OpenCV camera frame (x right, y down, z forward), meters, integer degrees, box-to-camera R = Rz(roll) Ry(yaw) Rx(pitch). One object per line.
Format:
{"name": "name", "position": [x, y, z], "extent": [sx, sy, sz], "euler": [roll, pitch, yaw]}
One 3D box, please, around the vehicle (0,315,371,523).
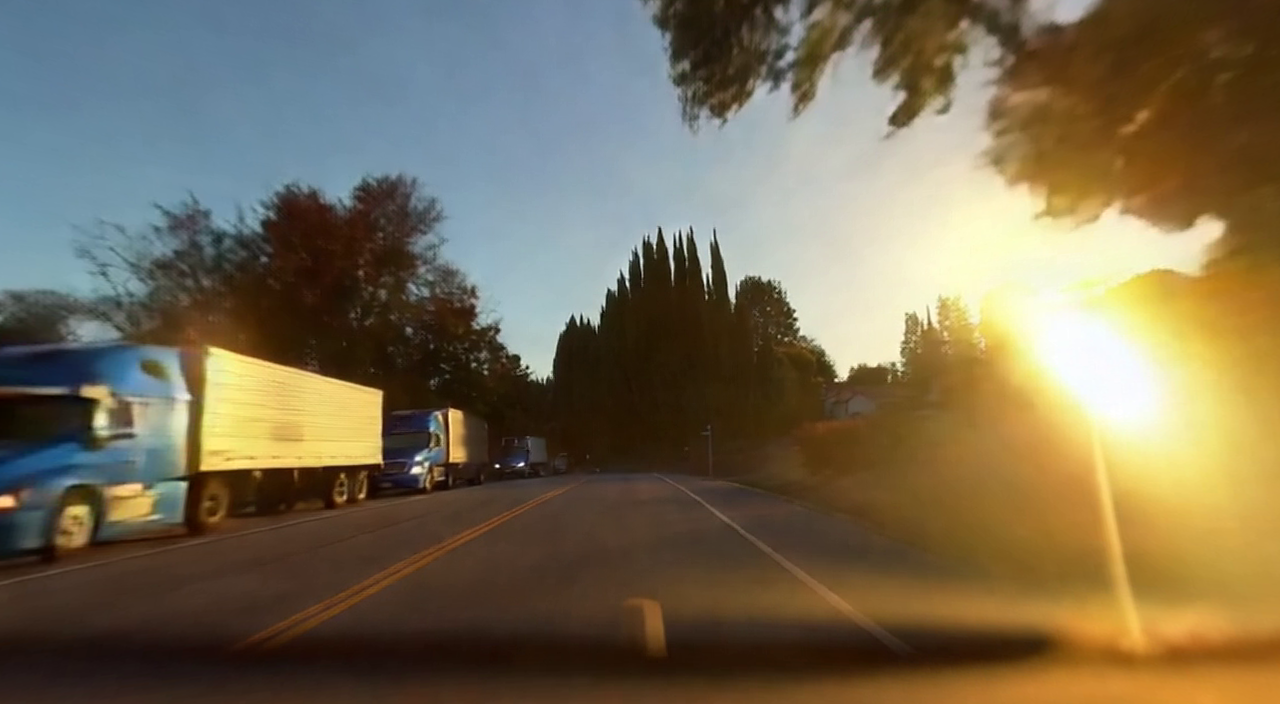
{"name": "vehicle", "position": [-10.831, 2.072, 14.577], "extent": [5.596, 3.130, 8.972], "euler": [-4, -13, -2]}

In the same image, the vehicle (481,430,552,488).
{"name": "vehicle", "position": [-8.489, 7.358, 44.935], "extent": [2.905, 3.359, 10.168], "euler": [0, -6, 1]}

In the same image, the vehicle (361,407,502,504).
{"name": "vehicle", "position": [-8.369, 4.192, 27.057], "extent": [2.788, 3.365, 9.652], "euler": [0, -6, 0]}
